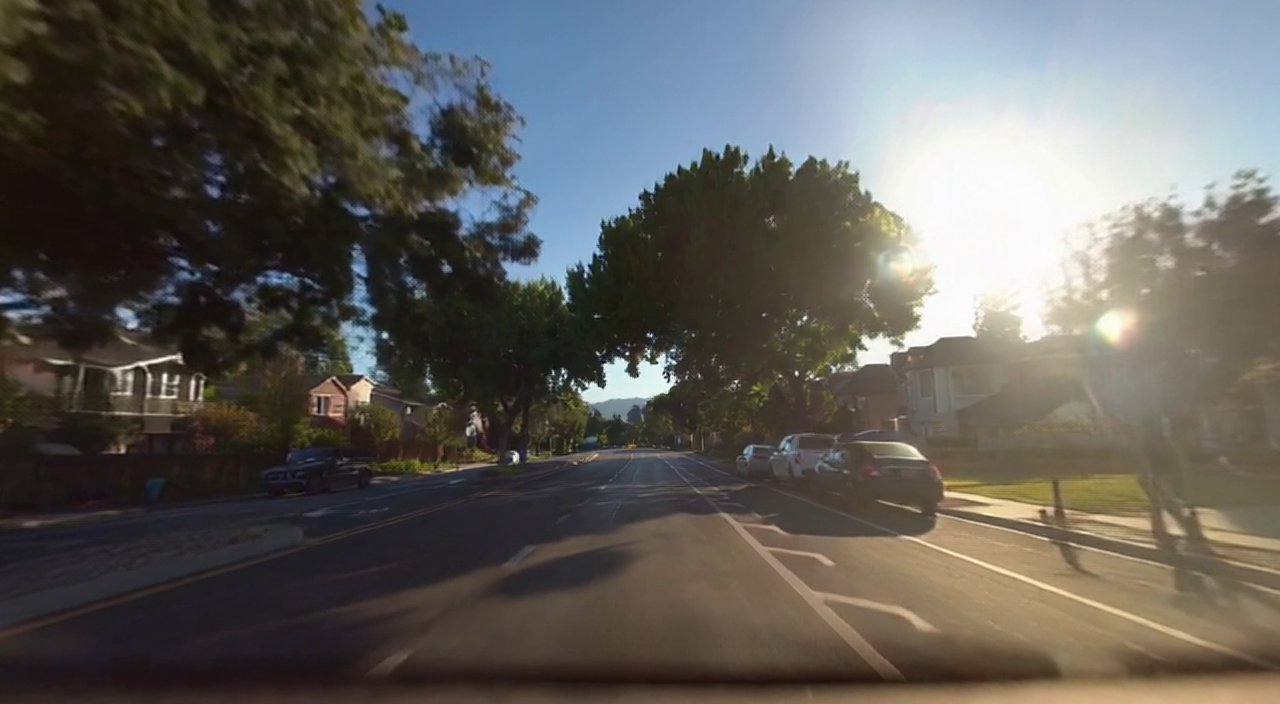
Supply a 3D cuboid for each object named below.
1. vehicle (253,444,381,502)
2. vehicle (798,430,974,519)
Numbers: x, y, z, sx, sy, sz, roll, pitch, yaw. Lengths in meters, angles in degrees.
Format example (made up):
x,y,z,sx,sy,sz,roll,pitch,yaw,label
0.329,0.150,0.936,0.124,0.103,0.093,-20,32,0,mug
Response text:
x,y,z,sx,sy,sz,roll,pitch,yaw,label
-11.562,4.304,23.030,2.054,1.704,4.710,-3,-7,3,vehicle
5.106,2.617,14.055,1.885,1.603,5.235,0,-9,1,vehicle
